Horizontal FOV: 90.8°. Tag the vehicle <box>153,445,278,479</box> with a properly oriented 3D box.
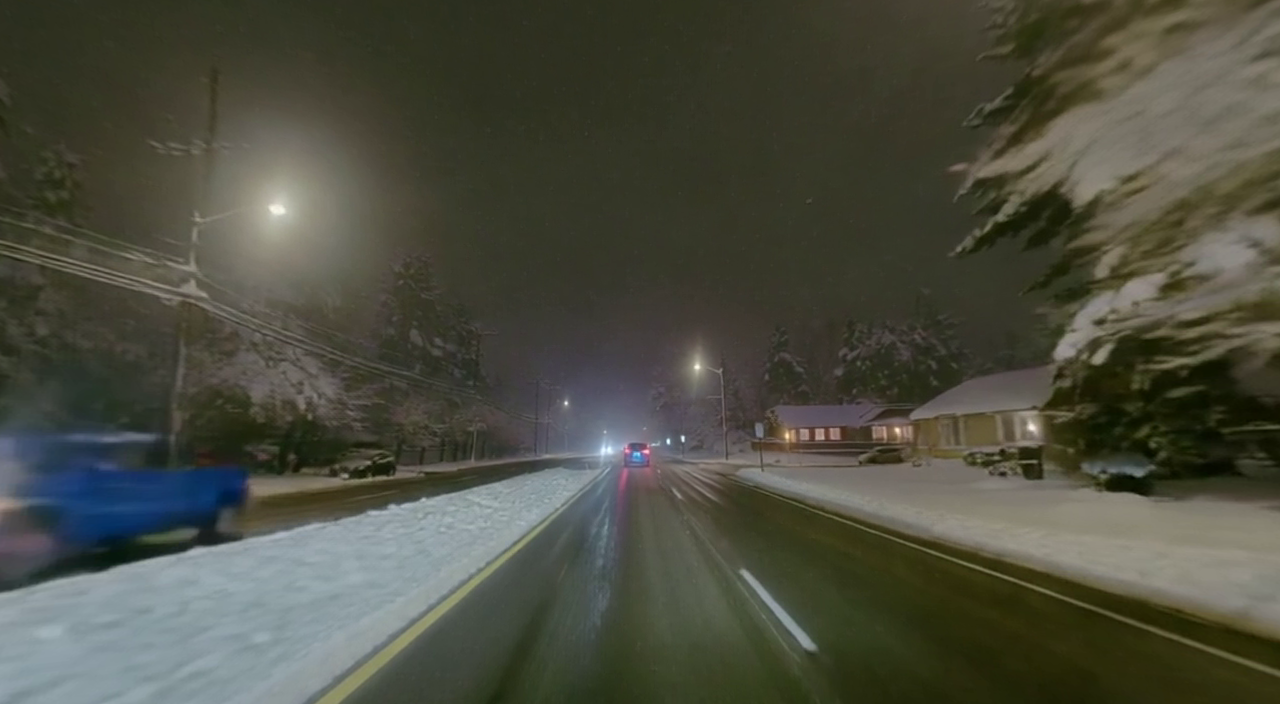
[{"bbox_3d":[-21.106,5.474,31.542,4.773,1.625,1.933,0,-8,-2],"label":"vehicle"}]

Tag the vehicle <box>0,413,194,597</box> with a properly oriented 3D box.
[{"bbox_3d":[-7.069,1.494,6.310,2.065,1.719,4.265,0,-8,0],"label":"vehicle"}]

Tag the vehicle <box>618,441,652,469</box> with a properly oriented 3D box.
[{"bbox_3d":[-0.310,7.063,43.603,2.230,1.827,4.298,0,-8,0],"label":"vehicle"}]

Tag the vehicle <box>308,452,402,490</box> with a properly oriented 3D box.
[{"bbox_3d":[-12.424,5.207,27.918,2.090,1.478,4.376,0,-8,1],"label":"vehicle"}]
